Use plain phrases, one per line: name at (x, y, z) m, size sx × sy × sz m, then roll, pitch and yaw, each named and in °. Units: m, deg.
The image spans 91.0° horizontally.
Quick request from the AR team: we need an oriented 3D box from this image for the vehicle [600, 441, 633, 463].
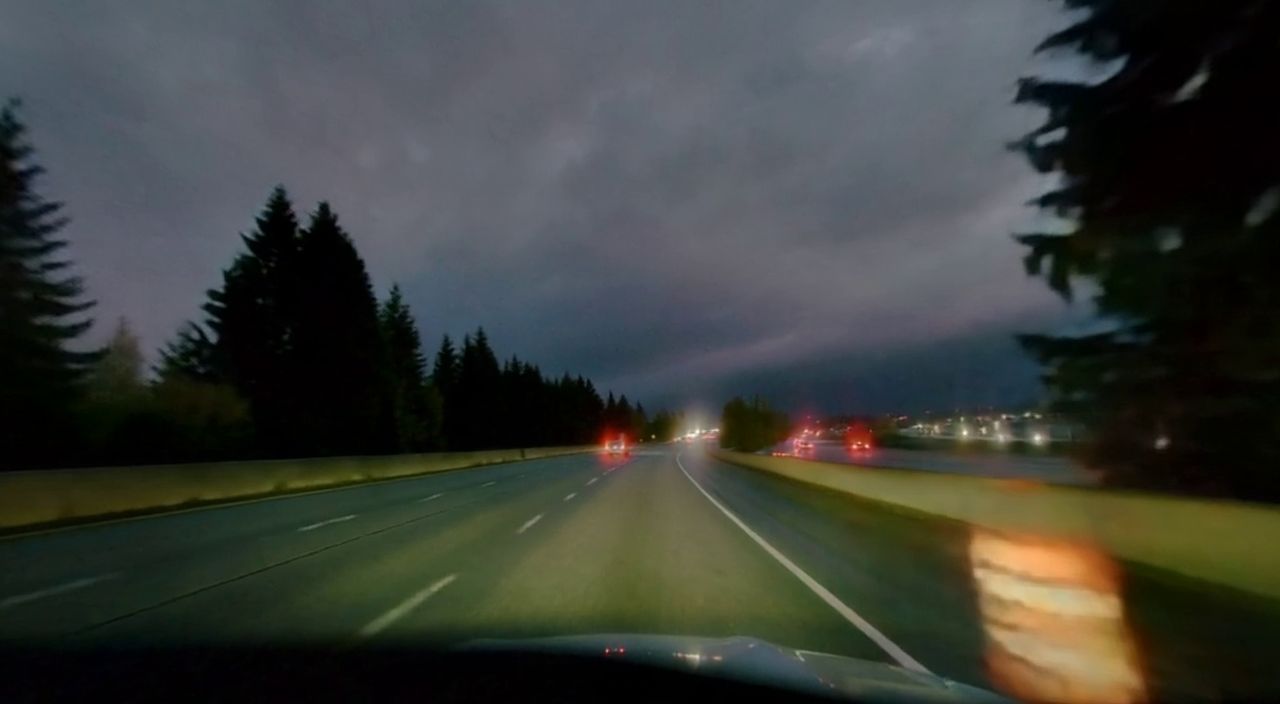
vehicle at (-1.652, 7.232, 45.848) m, size 2.118 × 1.475 × 4.263 m, roll 0°, pitch -8°, yaw 1°
